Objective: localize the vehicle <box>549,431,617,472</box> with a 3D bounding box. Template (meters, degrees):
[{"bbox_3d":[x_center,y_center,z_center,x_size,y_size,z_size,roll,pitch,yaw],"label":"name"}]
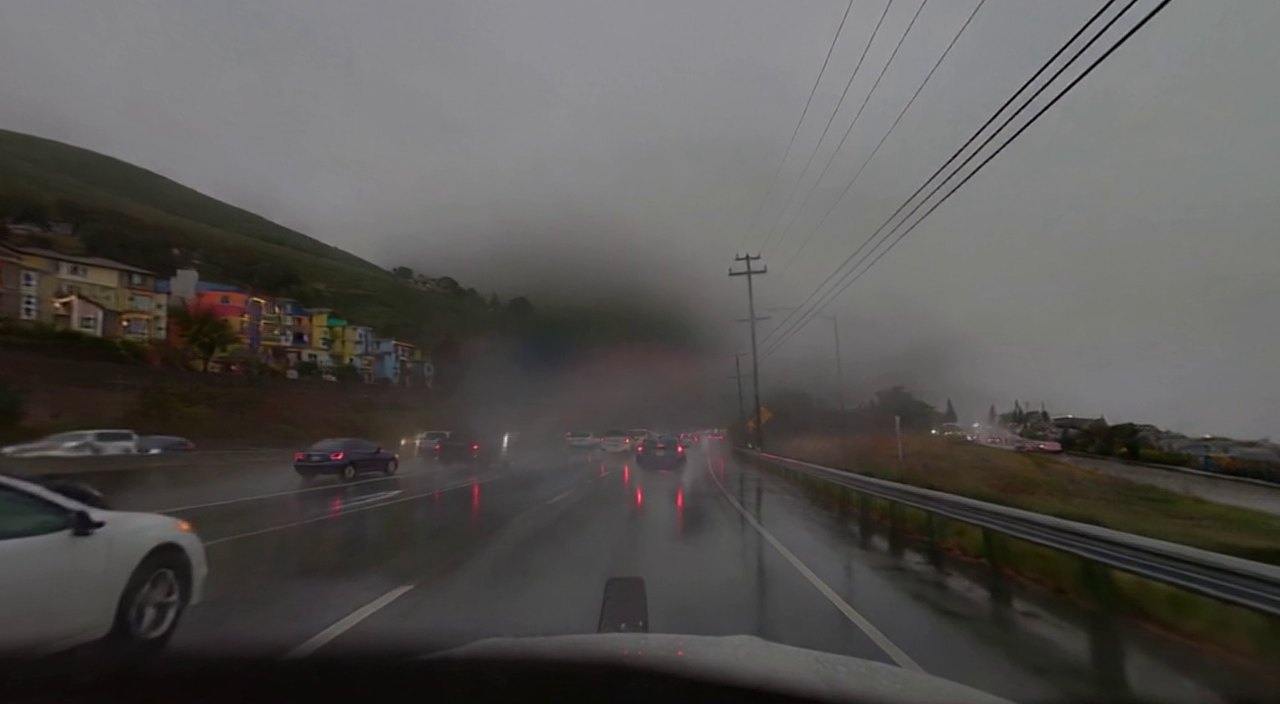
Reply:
[{"bbox_3d":[-2.378,4.335,27.726,2.121,1.639,4.383,-1,-8,6],"label":"vehicle"}]

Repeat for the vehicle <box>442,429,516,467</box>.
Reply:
[{"bbox_3d":[-8.191,4.941,32.541,2.080,1.833,4.461,-1,-8,9],"label":"vehicle"}]

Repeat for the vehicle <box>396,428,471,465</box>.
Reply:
[{"bbox_3d":[-11.755,5.443,36.357,2.105,1.971,4.868,-1,-8,8],"label":"vehicle"}]

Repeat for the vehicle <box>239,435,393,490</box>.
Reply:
[{"bbox_3d":[-9.623,3.304,19.243,1.959,1.469,4.450,-1,-8,7],"label":"vehicle"}]

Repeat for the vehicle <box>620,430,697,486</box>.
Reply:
[{"bbox_3d":[0.611,3.194,19.231,2.109,1.495,3.935,-1,-8,3],"label":"vehicle"}]

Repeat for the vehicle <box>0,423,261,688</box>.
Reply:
[{"bbox_3d":[-4.599,1.134,3.453,1.956,1.478,4.789,0,-8,2],"label":"vehicle"}]
